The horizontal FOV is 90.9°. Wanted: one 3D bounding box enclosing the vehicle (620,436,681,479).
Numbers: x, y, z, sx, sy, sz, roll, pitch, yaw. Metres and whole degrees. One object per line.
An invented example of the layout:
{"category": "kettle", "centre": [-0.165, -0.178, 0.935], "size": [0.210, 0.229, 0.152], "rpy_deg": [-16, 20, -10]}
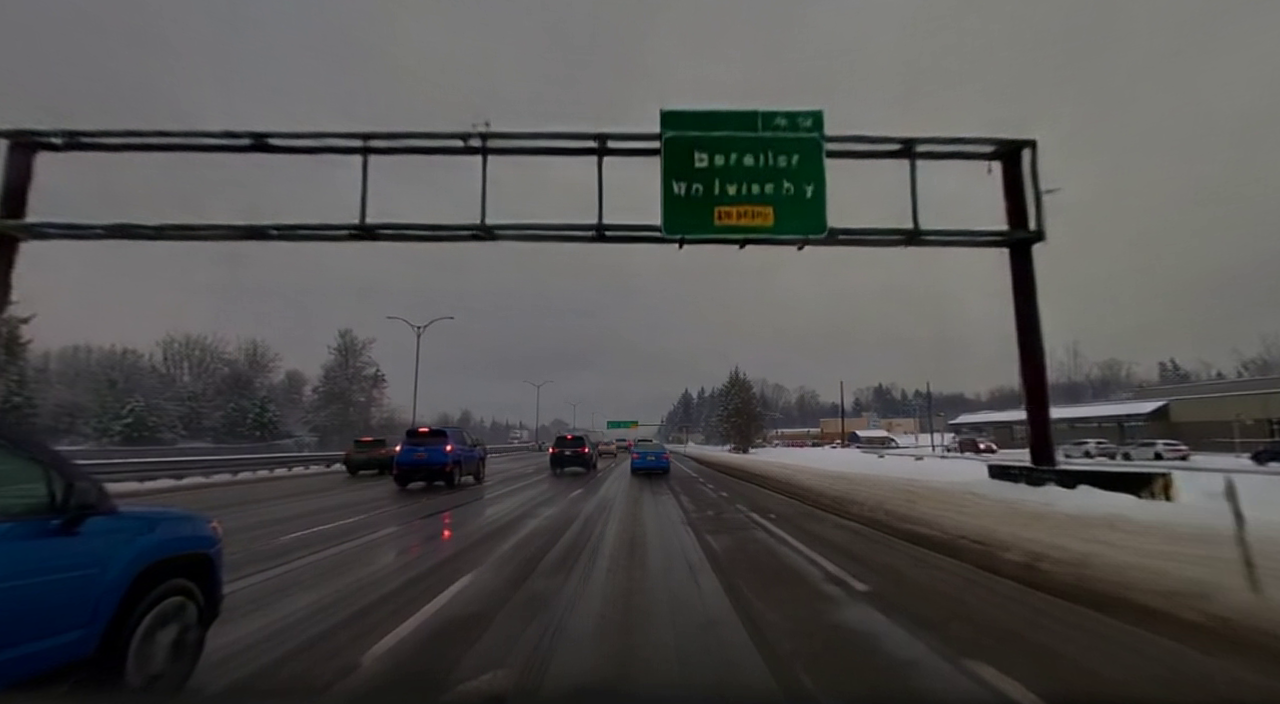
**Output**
{"category": "vehicle", "centre": [0.370, 3.913, 23.654], "size": [2.090, 1.474, 3.970], "rpy_deg": [0, -8, 1]}

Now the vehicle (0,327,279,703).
{"category": "vehicle", "centre": [-3.199, 0.673, 1.550], "size": [1.961, 1.687, 4.453], "rpy_deg": [0, -8, 0]}

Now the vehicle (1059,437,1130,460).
{"category": "vehicle", "centre": [30.524, 6.480, 42.504], "size": [1.656, 1.442, 4.167], "rpy_deg": [0, -8, 1]}

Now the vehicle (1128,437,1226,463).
{"category": "vehicle", "centre": [30.511, 5.600, 36.017], "size": [1.598, 1.384, 4.580], "rpy_deg": [0, -8, 1]}

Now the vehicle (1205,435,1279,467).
{"category": "vehicle", "centre": [30.405, 4.803, 30.756], "size": [1.722, 1.461, 4.302], "rpy_deg": [0, -8, 1]}

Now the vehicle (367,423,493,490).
{"category": "vehicle", "centre": [-6.234, 3.171, 19.454], "size": [2.125, 1.804, 4.864], "rpy_deg": [0, -8, 1]}

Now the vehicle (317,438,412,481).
{"category": "vehicle", "centre": [-9.910, 3.882, 23.007], "size": [1.774, 1.408, 3.917], "rpy_deg": [0, -8, -2]}

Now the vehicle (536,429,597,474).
{"category": "vehicle", "centre": [-3.020, 4.214, 26.881], "size": [2.007, 1.730, 4.412], "rpy_deg": [0, -8, 1]}
